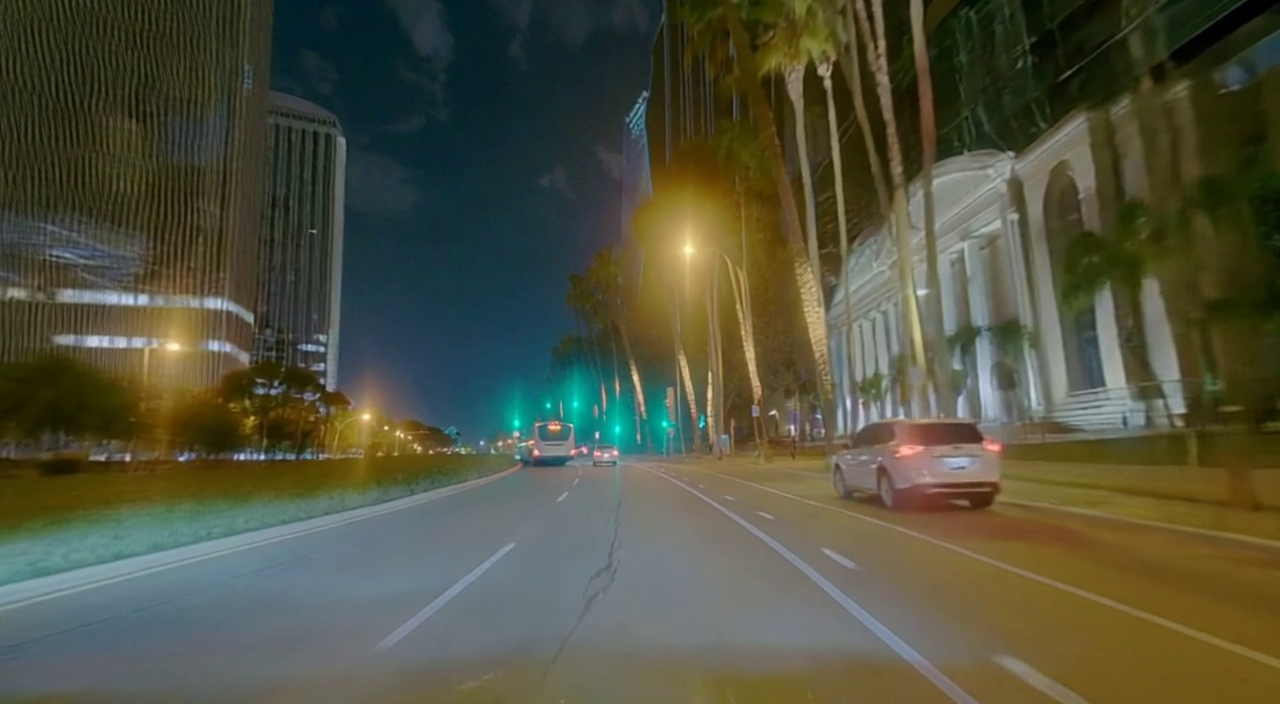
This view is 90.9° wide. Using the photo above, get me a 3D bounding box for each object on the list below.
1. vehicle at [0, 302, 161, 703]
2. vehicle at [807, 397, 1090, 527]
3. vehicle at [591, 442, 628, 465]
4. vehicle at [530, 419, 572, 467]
[{"bbox_3d":[-3.475,0.491,0.659,2.120,1.826,4.737,0,-8,1],"label":"vehicle"},{"bbox_3d":[5.177,1.970,11.816,2.212,1.854,5.419,0,-8,-4],"label":"vehicle"},{"bbox_3d":[-2.097,6.779,42.299,2.107,1.481,4.097,1,-8,-8],"label":"vehicle"},{"bbox_3d":[-6.300,6.526,45.164,2.678,3.042,8.474,1,-8,-7],"label":"vehicle"}]
